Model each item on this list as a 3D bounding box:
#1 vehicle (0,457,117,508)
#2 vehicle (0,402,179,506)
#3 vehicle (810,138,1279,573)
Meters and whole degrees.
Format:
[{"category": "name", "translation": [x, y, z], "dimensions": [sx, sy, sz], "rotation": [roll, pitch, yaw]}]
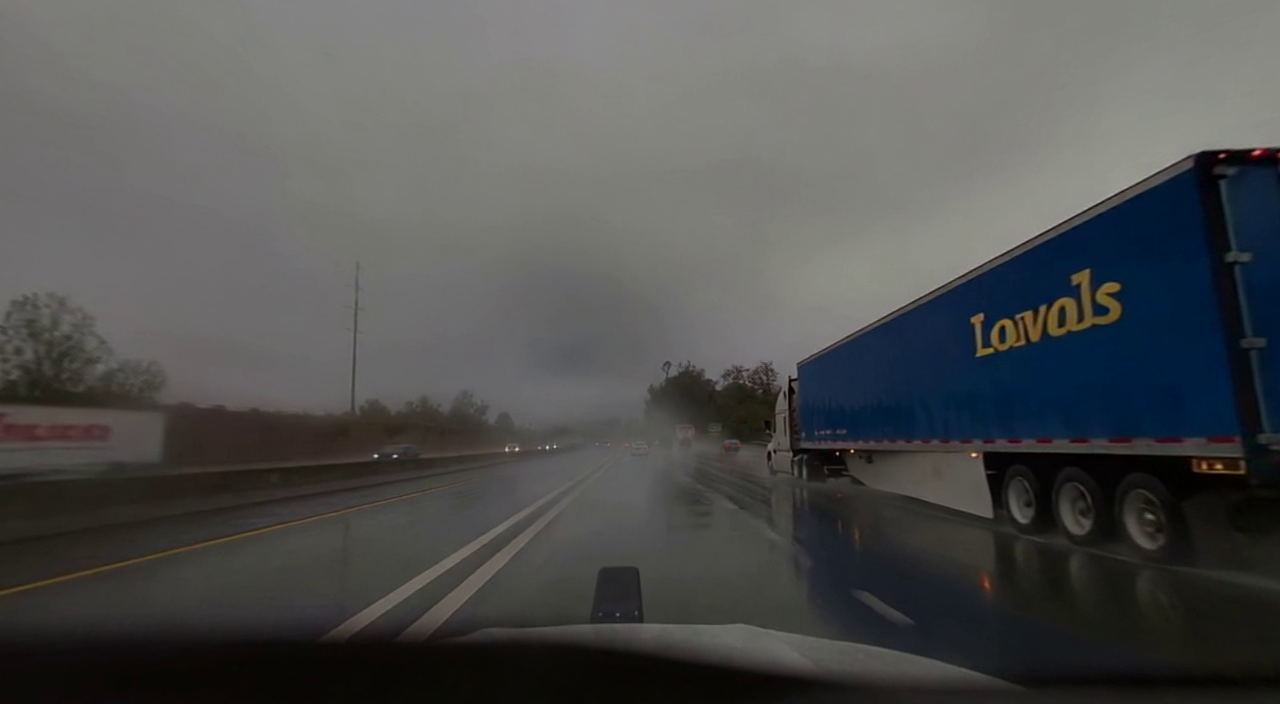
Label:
[{"category": "vehicle", "translation": [-22.947, 4.849, 23.907], "dimensions": [2.098, 1.674, 4.926], "rotation": [0, -9, -1]}, {"category": "vehicle", "translation": [-27.333, 4.358, 27.128], "dimensions": [2.927, 4.151, 16.512], "rotation": [0, -9, -1]}, {"category": "vehicle", "translation": [7.404, 1.071, 12.937], "dimensions": [2.892, 4.128, 16.495], "rotation": [0, -9, -2]}]
